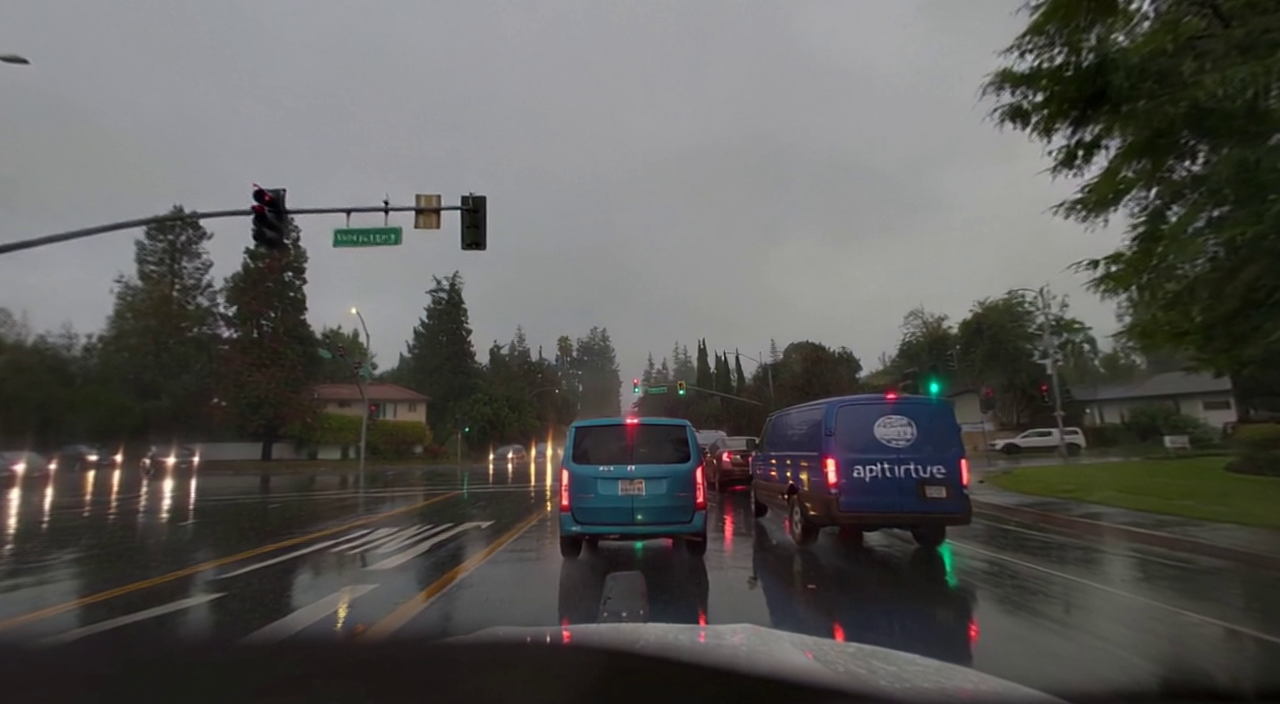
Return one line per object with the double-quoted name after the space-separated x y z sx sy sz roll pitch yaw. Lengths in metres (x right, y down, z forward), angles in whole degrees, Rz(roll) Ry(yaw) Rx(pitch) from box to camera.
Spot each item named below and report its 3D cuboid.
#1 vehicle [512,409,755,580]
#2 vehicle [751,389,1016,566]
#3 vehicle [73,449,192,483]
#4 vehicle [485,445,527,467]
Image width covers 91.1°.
-0.052 1.688 8.262 2.321 1.624 4.367 0 -8 0 "vehicle"
3.045 1.683 9.067 2.059 1.924 4.257 0 -8 0 "vehicle"
-25.253 5.678 31.379 4.073 1.603 1.920 1 -9 -9 "vehicle"
-9.765 7.592 46.020 1.881 1.515 4.262 -1 -8 3 "vehicle"
